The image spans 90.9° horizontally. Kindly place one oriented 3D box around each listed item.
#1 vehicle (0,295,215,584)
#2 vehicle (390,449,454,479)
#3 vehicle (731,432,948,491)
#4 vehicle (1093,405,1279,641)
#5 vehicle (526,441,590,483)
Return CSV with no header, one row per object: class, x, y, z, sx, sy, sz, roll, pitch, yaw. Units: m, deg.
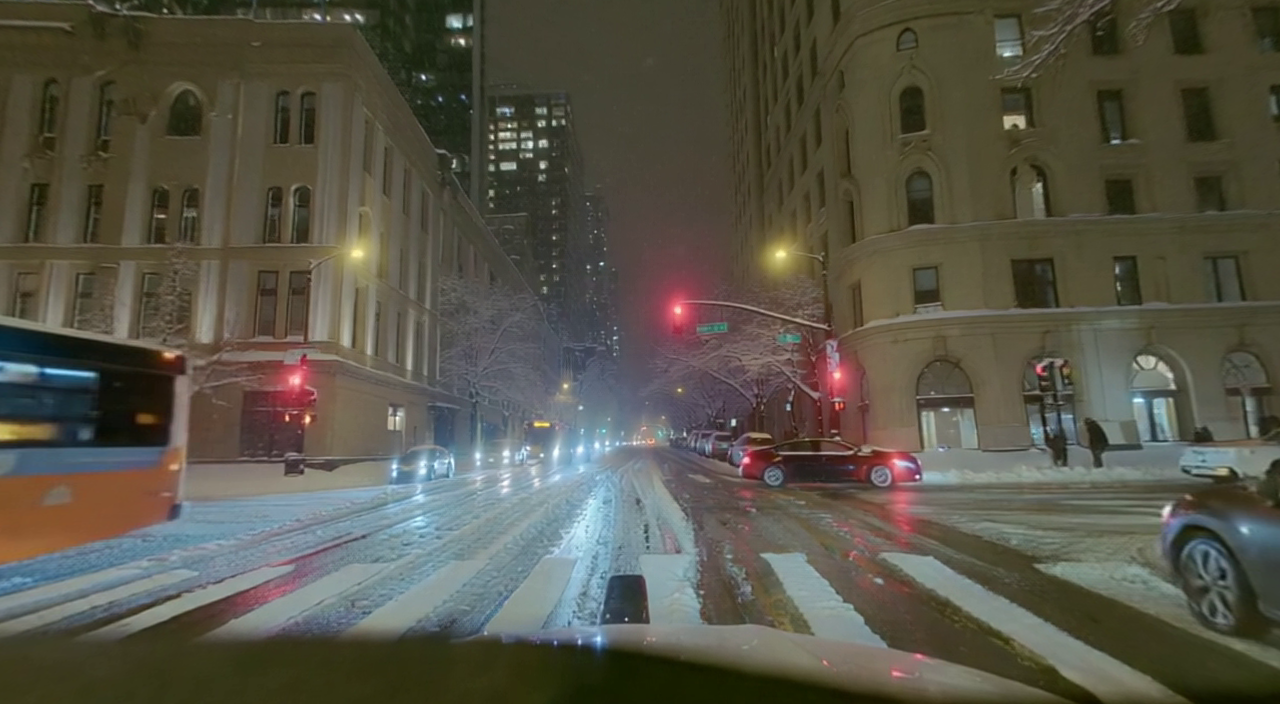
vehicle,-9.026,0.928,6.733,2.763,3.411,8.508,0,-8,2
vehicle,-11.924,6.116,34.804,1.998,1.505,4.405,0,-8,0
vehicle,5.392,3.016,17.598,5.388,1.465,2.050,-2,-9,15
vehicle,5.025,0.984,3.274,1.912,1.505,4.889,-1,-8,3
vehicle,-3.017,4.162,24.217,1.904,1.402,4.759,0,-8,-1
